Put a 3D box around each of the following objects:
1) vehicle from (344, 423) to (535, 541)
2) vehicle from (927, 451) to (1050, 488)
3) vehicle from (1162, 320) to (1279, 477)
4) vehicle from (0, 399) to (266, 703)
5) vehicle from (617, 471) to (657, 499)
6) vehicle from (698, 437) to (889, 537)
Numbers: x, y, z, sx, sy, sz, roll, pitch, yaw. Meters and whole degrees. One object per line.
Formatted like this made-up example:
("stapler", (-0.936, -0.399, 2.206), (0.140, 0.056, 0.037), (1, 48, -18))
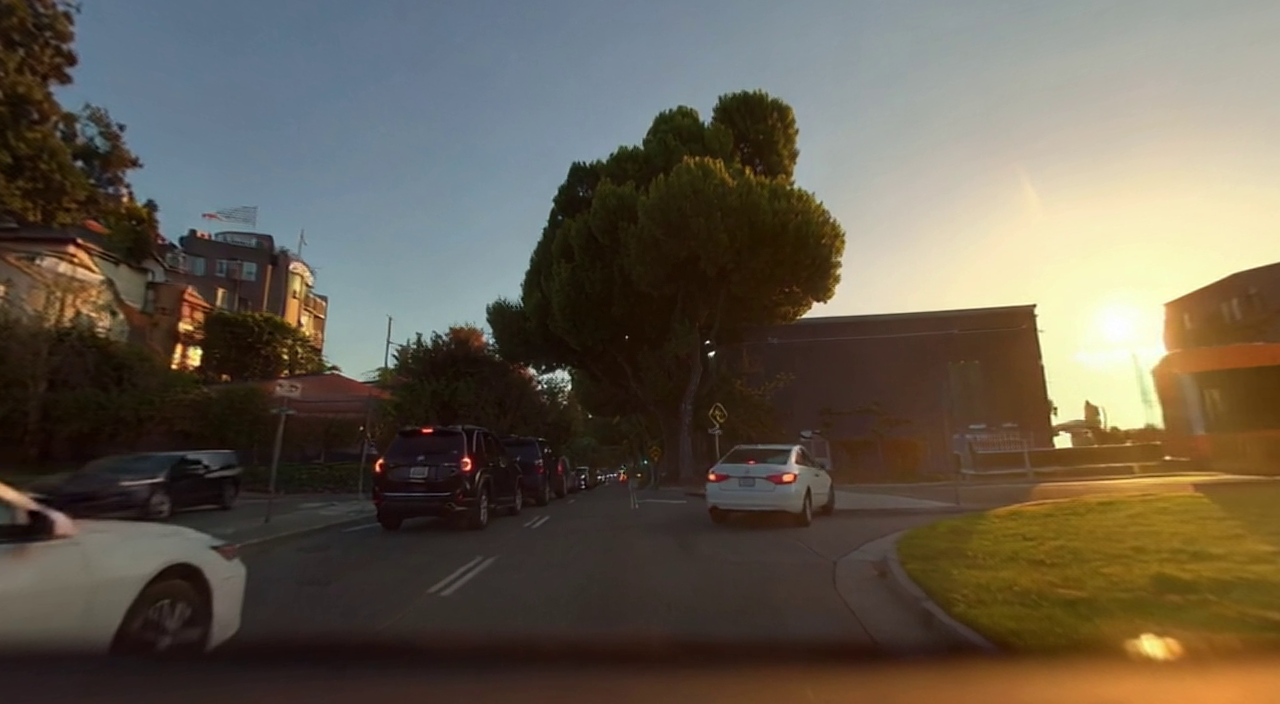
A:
("vehicle", (-3.441, 2.333, 11.922), (2.017, 1.761, 4.572), (0, -9, 1))
("vehicle", (15.030, 5.113, 27.393), (4.422, 1.457, 1.882), (-6, -11, 28))
("vehicle", (17.350, 0.837, 12.691), (9.977, 3.303, 2.948), (-6, -11, 33))
("vehicle", (-3.361, 0.790, 1.421), (1.953, 1.480, 4.522), (-1, -9, 5))
("vehicle", (-0.242, 8.326, 39.692), (2.119, 1.475, 3.997), (1, -9, -6))
("vehicle", (2.963, 2.356, 11.642), (2.020, 1.478, 3.922), (-7, -11, 36))
